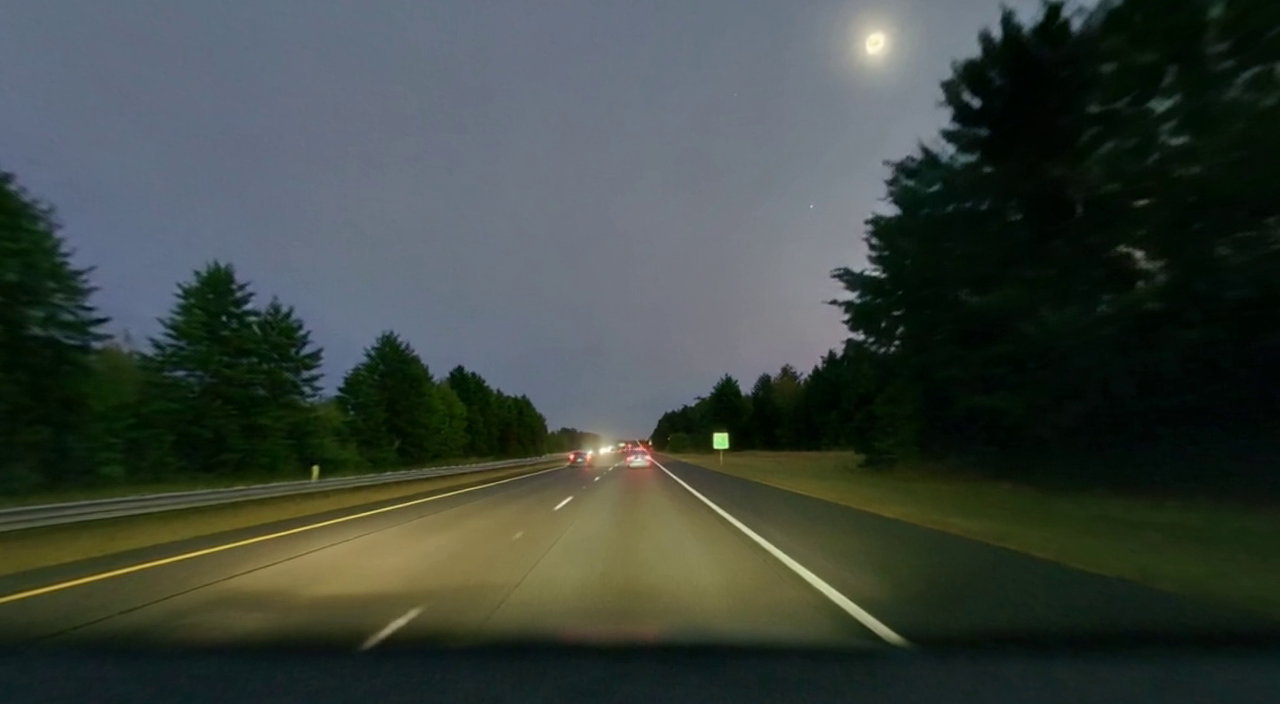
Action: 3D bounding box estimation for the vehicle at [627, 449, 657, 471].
[{"bbox_3d":[0.147,7.701,45.249,2.046,1.452,4.407,0,-9,0],"label":"vehicle"}]

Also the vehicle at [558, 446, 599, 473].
[{"bbox_3d":[-3.973,7.030,41.549,2.182,1.629,4.263,0,-9,1],"label":"vehicle"}]
